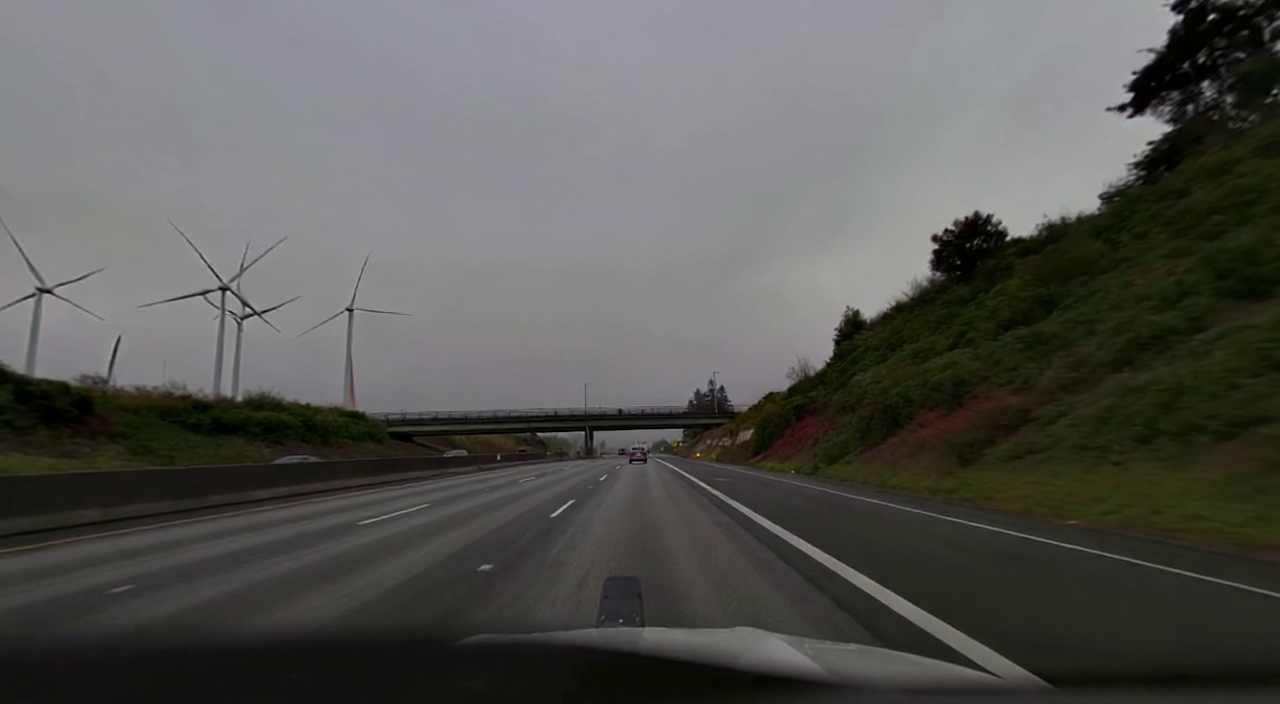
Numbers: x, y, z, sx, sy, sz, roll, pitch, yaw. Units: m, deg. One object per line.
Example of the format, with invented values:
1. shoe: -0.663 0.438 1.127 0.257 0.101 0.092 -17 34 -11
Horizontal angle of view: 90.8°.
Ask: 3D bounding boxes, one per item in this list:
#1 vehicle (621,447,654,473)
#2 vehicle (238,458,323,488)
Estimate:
1. vehicle: -0.146 6.640 38.958 1.870 1.481 4.234 0 -9 0
2. vehicle: -18.671 6.271 33.020 1.822 1.421 4.406 0 -9 1
